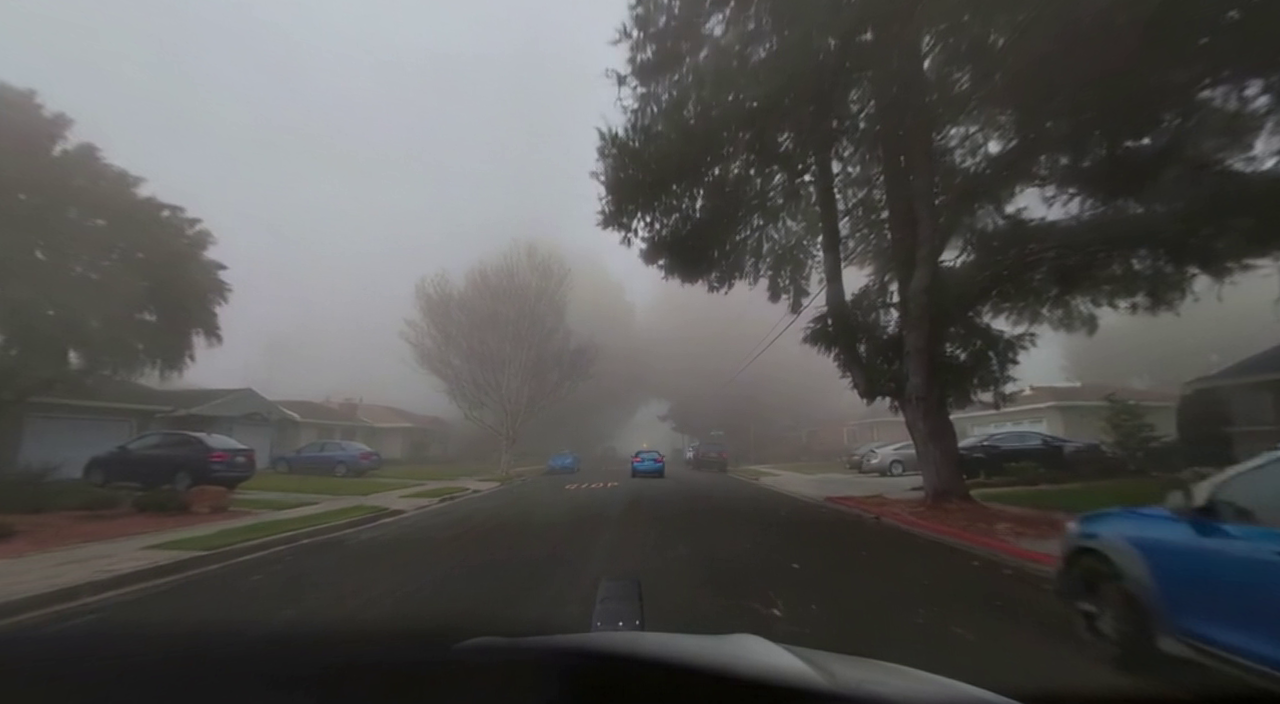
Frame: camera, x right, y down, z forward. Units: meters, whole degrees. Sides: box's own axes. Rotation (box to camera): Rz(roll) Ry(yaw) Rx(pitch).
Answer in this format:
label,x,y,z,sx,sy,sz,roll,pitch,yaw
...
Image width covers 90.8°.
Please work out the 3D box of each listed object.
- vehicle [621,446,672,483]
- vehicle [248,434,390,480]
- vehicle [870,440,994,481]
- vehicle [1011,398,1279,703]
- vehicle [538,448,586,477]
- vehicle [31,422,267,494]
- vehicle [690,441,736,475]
label,x,y,z,sx,sy,sz,roll,pitch,yaw
vehicle,0.308,4.802,27.204,2.000,1.449,4.006,0,-9,1
vehicle,-12.582,4.125,24.970,4.551,1.700,1.920,0,-9,3
vehicle,12.109,4.521,26.363,4.157,1.520,1.938,-1,-9,-1
vehicle,3.954,1.003,2.530,2.048,1.671,4.649,0,-9,-1
vehicle,-4.536,6.504,37.514,1.984,1.498,4.508,-3,-8,3
vehicle,-12.672,2.756,16.557,4.510,1.728,1.997,0,-9,2
vehicle,4.414,6.523,39.161,2.221,1.960,4.927,0,-9,-1
